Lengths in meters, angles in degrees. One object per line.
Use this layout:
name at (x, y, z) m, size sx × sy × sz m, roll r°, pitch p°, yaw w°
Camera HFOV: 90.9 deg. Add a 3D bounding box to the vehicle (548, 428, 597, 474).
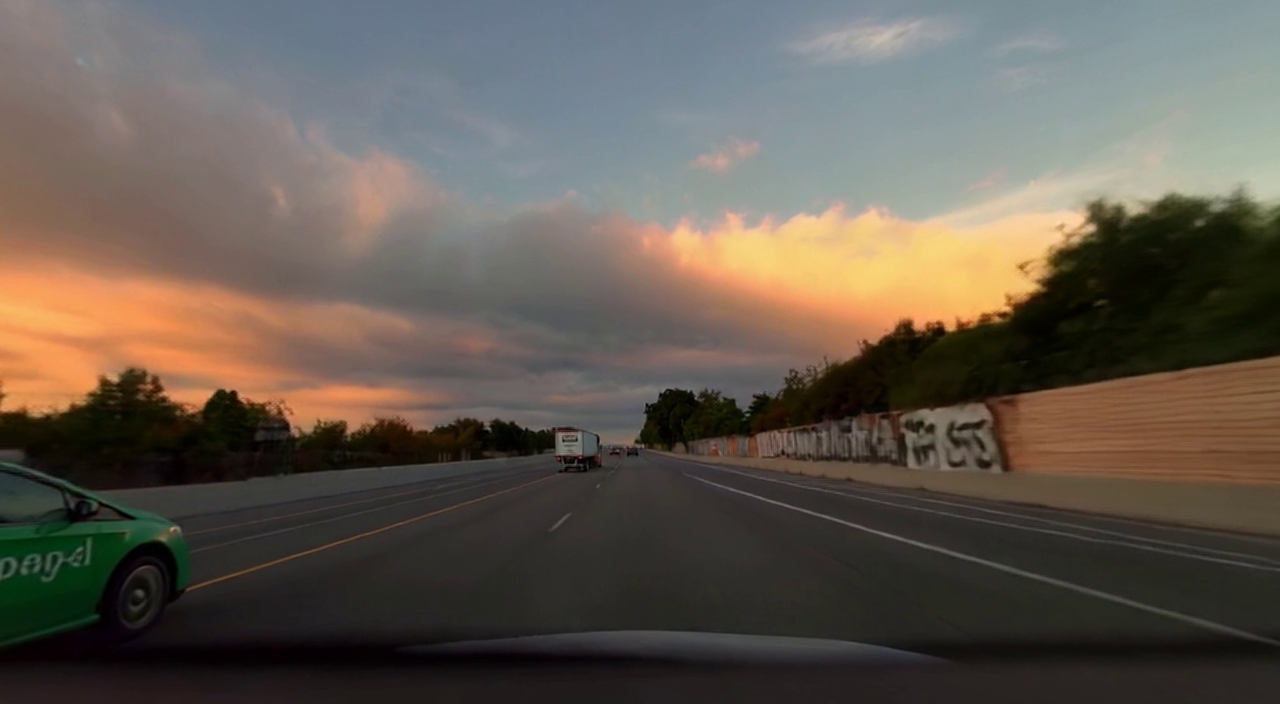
vehicle at (-3.977, 5.992, 38.090) m, size 2.305 × 2.517 × 5.486 m, roll -1°, pitch -9°, yaw 0°
